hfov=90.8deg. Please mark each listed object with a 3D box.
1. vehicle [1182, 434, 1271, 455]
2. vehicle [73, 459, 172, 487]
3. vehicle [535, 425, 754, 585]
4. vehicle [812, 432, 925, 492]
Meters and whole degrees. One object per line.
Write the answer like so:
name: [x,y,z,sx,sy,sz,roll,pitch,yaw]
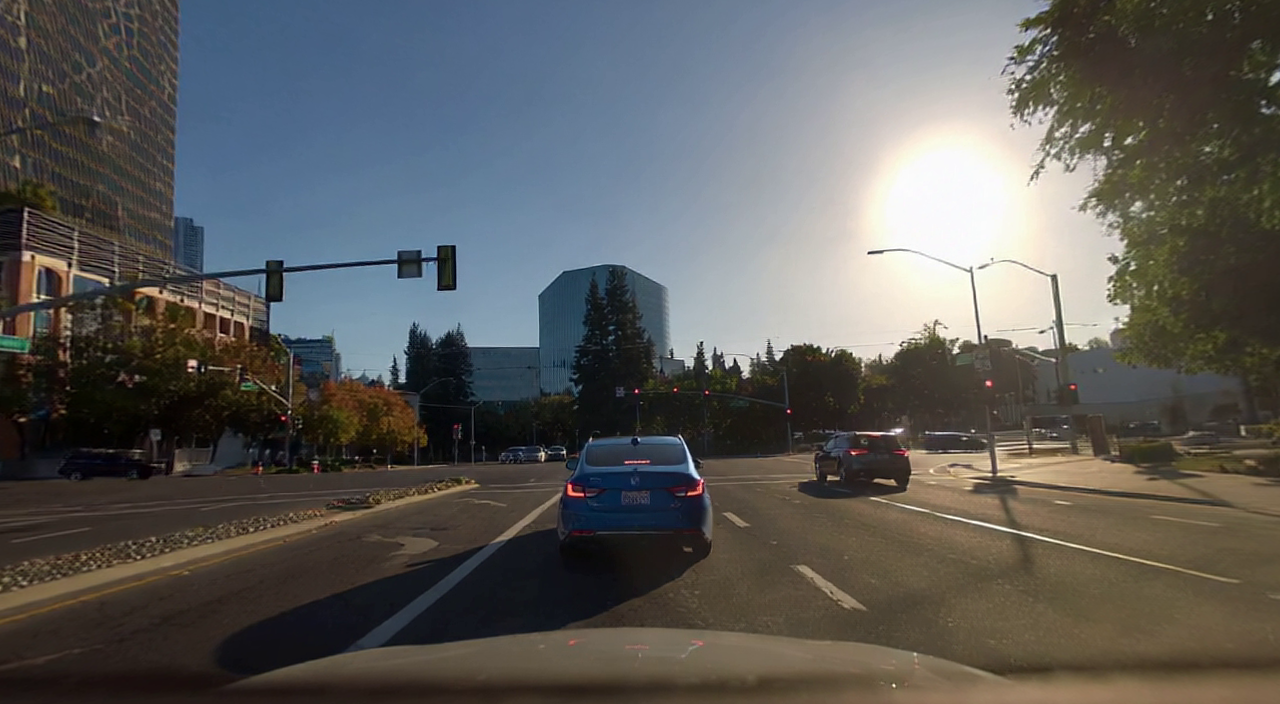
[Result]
vehicle: [41.958,6.637,45.236,4.563,1.454,2.056,1,-8,-6]
vehicle: [-32.385,7.549,39.645,4.401,1.625,1.863,0,-8,-4]
vehicle: [-0.017,1.762,8.143,2.070,1.488,4.206,0,-8,-2]
vehicle: [7.053,3.440,20.076,2.039,1.692,4.319,0,-8,1]
